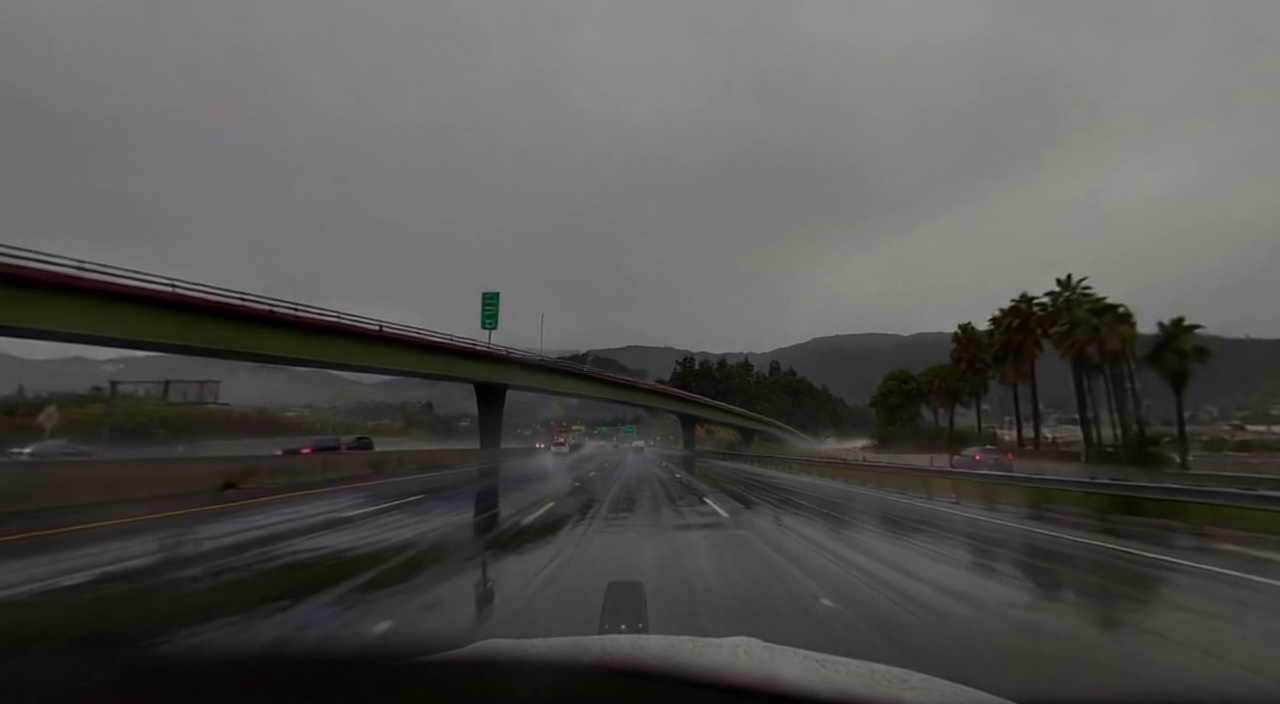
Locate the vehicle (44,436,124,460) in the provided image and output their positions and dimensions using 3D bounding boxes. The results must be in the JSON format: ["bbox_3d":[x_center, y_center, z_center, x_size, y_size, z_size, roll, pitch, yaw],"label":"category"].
[{"bbox_3d":[-40.728,7.023,46.112,2.089,1.672,4.546,1,-8,-8],"label":"vehicle"}]

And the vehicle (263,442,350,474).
[{"bbox_3d":[-16.278,5.176,30.942,1.851,1.443,4.473,0,-8,0],"label":"vehicle"}]

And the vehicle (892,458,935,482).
[{"bbox_3d":[21.648,9.348,49.882,2.048,1.716,4.390,-2,-8,10],"label":"vehicle"}]
